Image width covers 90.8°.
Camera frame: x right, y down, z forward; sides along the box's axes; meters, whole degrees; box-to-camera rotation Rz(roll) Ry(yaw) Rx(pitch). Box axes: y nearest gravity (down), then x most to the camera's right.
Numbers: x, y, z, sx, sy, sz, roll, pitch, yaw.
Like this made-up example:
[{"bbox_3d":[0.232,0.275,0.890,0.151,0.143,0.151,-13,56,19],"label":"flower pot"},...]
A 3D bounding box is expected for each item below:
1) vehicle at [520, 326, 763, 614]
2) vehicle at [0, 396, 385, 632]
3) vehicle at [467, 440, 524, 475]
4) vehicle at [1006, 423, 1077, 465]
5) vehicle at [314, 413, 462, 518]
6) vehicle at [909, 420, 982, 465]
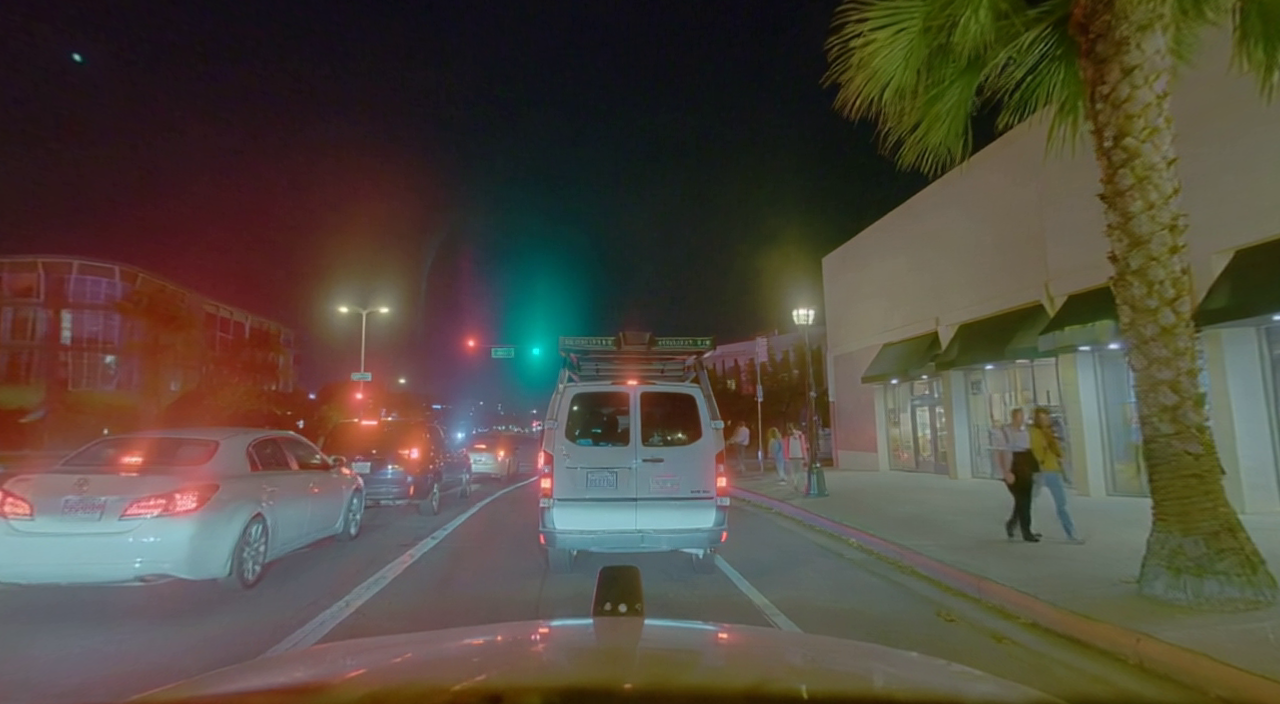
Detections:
[{"bbox_3d":[-0.200,1.224,7.178,1.902,2.238,4.263,1,-9,-6],"label":"vehicle"},{"bbox_3d":[-4.398,1.467,6.670,1.986,1.643,4.315,1,-9,-6],"label":"vehicle"},{"bbox_3d":[-6.837,4.887,29.569,1.818,1.479,4.428,4,-9,-22],"label":"vehicle"},{"bbox_3d":[15.753,3.614,24.706,2.048,1.475,3.972,-6,-11,34],"label":"vehicle"},{"bbox_3d":[-5.213,2.413,13.890,2.089,1.854,5.022,2,-9,-11],"label":"vehicle"},{"bbox_3d":[12.659,3.754,26.047,2.046,1.675,3.924,-6,-10,33],"label":"vehicle"}]
